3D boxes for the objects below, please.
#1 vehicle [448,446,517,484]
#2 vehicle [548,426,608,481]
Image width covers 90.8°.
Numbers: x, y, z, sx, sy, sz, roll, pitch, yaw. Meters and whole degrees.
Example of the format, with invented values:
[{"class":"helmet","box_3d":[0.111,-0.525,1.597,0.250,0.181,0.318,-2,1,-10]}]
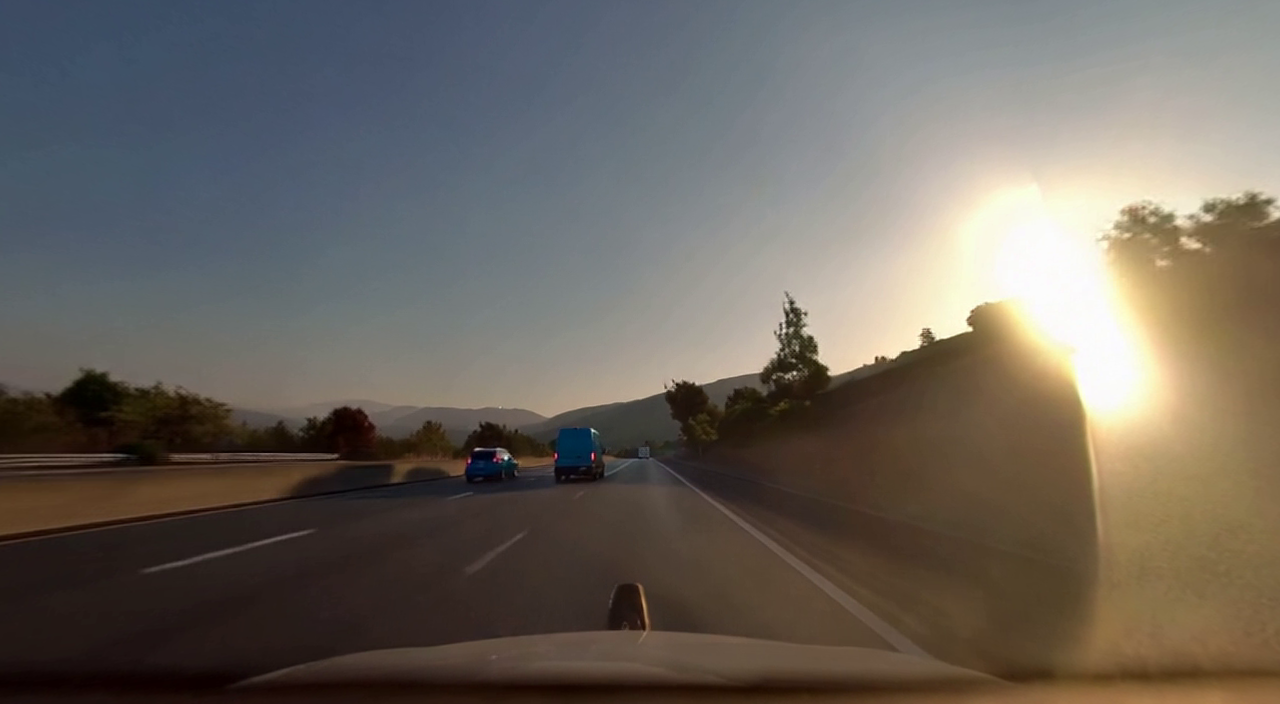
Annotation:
[{"class":"vehicle","box_3d":[-7.520,5.429,30.567,2.164,1.664,4.252,0,-9,1]},{"class":"vehicle","box_3d":[-3.063,5.234,32.591,2.437,2.565,5.829,0,-9,1]}]
